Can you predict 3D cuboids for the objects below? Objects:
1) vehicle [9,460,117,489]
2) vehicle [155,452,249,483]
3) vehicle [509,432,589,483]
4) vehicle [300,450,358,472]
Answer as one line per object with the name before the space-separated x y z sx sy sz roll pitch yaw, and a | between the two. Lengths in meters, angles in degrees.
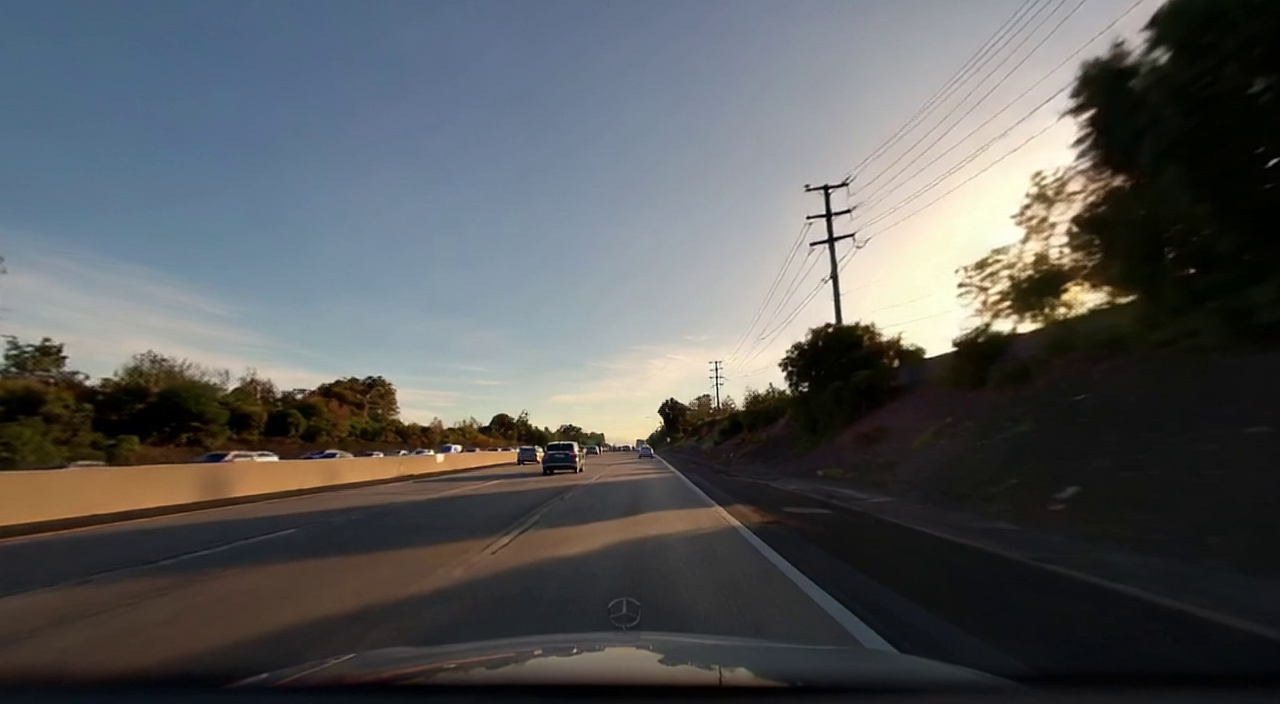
vehicle | -32.443 6.871 35.599 1.842 1.472 4.518 0 -9 0
vehicle | -24.191 6.375 34.978 1.918 1.568 4.469 0 -9 1
vehicle | -3.719 4.473 26.921 2.577 1.939 5.408 0 -9 1
vehicle | -24.338 8.547 49.474 1.969 1.643 4.768 0 -9 1
